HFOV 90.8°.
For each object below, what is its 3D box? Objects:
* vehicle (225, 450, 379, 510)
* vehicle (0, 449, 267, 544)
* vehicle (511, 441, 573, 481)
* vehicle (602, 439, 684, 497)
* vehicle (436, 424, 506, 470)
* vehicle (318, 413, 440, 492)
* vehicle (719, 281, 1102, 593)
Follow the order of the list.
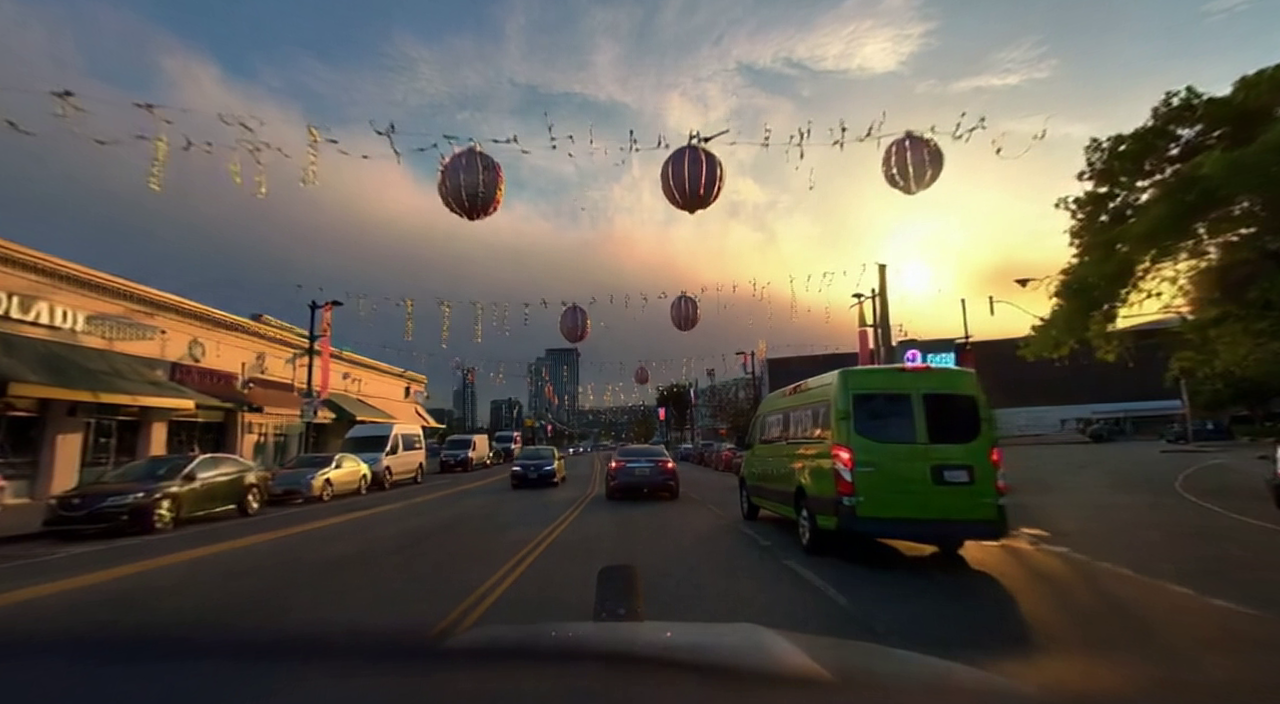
[{"bbox_3d":[-9.686,3.662,18.669,2.063,1.481,4.722,0,-8,-2],"label":"vehicle"},{"bbox_3d":[-9.760,2.727,12.656,1.848,1.517,4.452,0,-8,0],"label":"vehicle"},{"bbox_3d":[-3.912,4.425,25.914,1.974,1.484,4.400,0,-8,-2],"label":"vehicle"},{"bbox_3d":[0.058,3.303,18.471,2.112,1.464,4.411,0,-8,0],"label":"vehicle"},{"bbox_3d":[-10.212,5.835,38.925,2.964,2.597,6.437,1,-8,-5],"label":"vehicle"},{"bbox_3d":[-9.965,3.897,24.831,2.398,2.723,5.816,0,-8,-2],"label":"vehicle"},{"bbox_3d":[2.953,1.267,9.436,2.419,2.927,6.907,0,-8,-2],"label":"vehicle"}]
